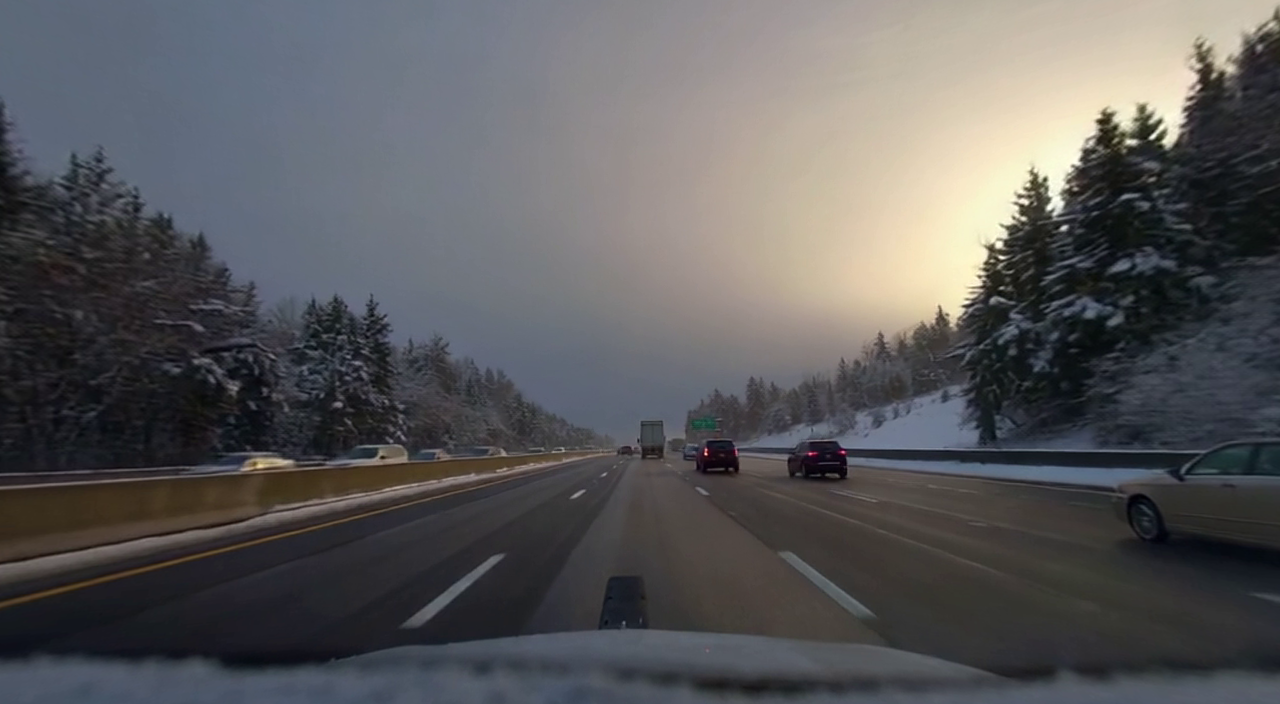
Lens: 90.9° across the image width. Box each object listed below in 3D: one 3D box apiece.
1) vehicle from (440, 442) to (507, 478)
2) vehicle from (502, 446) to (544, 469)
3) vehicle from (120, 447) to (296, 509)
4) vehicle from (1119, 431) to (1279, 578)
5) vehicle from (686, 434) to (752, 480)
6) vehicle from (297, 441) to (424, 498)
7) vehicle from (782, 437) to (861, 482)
[{"bbox_3d":[-7.963,5.203,30.609,1.997,1.600,4.277,0,-8,1],"label":"vehicle"},{"bbox_3d":[-8.056,7.304,43.883,1.958,1.503,4.671,0,-8,1],"label":"vehicle"},{"bbox_3d":[-12.391,3.603,18.554,1.930,1.549,4.442,0,-8,2],"label":"vehicle"},{"bbox_3d":[7.552,1.504,6.092,2.022,1.488,4.817,0,-8,-1],"label":"vehicle"},{"bbox_3d":[3.432,4.650,28.250,2.209,1.862,4.717,0,-8,-2],"label":"vehicle"},{"bbox_3d":[-8.587,3.609,19.885,1.963,1.571,4.318,0,-8,1],"label":"vehicle"},{"bbox_3d":[7.491,4.469,26.499,1.976,1.703,4.288,0,-8,-1],"label":"vehicle"}]
